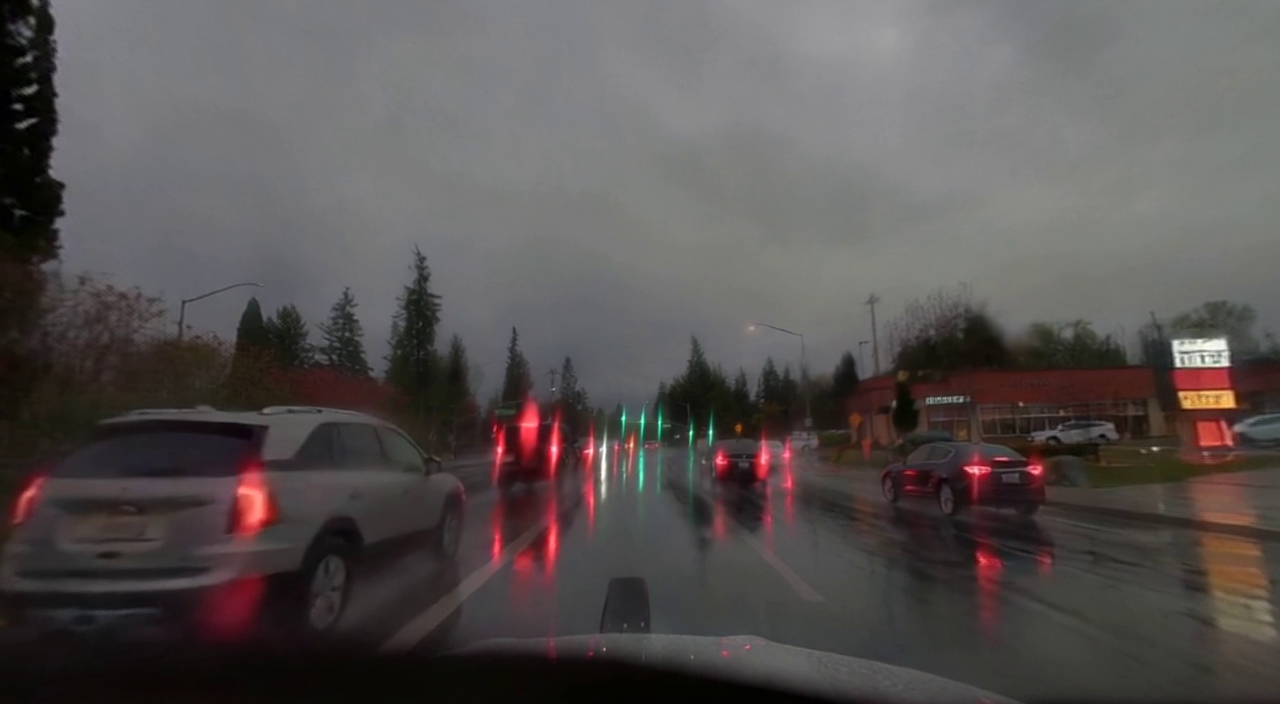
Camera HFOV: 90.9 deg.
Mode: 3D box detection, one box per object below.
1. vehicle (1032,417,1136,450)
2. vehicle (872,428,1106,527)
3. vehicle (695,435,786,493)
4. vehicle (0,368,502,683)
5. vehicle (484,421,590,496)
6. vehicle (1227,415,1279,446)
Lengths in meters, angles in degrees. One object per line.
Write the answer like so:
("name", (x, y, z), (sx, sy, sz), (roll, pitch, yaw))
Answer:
("vehicle", (29.745, 5.551, 42.381), (2.209, 1.864, 5.044), (2, -11, -28))
("vehicle", (6.372, 2.337, 12.334), (1.881, 1.540, 4.750), (0, -9, 0))
("vehicle", (2.832, 3.266, 18.737), (2.004, 1.512, 4.206), (0, -9, 0))
("vehicle", (-2.849, 1.281, 5.723), (2.141, 1.719, 4.379), (0, -9, 1))
("vehicle", (-2.662, 2.905, 17.466), (2.117, 1.799, 4.442), (0, -9, 1))
("vehicle", (30.913, 3.900, 30.928), (1.787, 1.423, 4.347), (-5, -10, 26))
